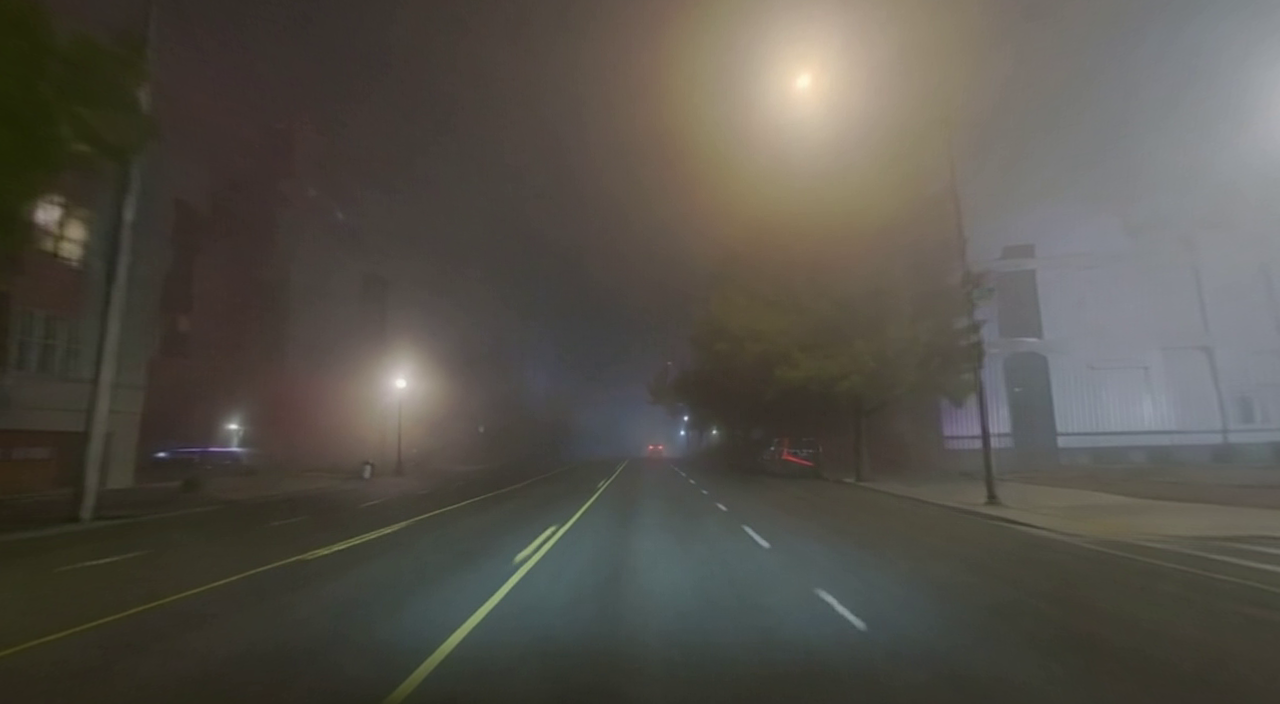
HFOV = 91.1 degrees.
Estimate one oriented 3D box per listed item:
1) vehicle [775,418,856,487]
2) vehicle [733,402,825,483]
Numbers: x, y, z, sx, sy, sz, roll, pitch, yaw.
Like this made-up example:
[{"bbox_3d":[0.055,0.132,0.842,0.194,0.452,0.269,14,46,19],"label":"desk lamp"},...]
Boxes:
[{"bbox_3d":[6.598,3.804,24.010,2.021,2.433,3.088,0,-8,-2],"label":"vehicle"},{"bbox_3d":[6.128,4.122,28.792,2.750,3.269,6.333,0,-8,0],"label":"vehicle"}]
